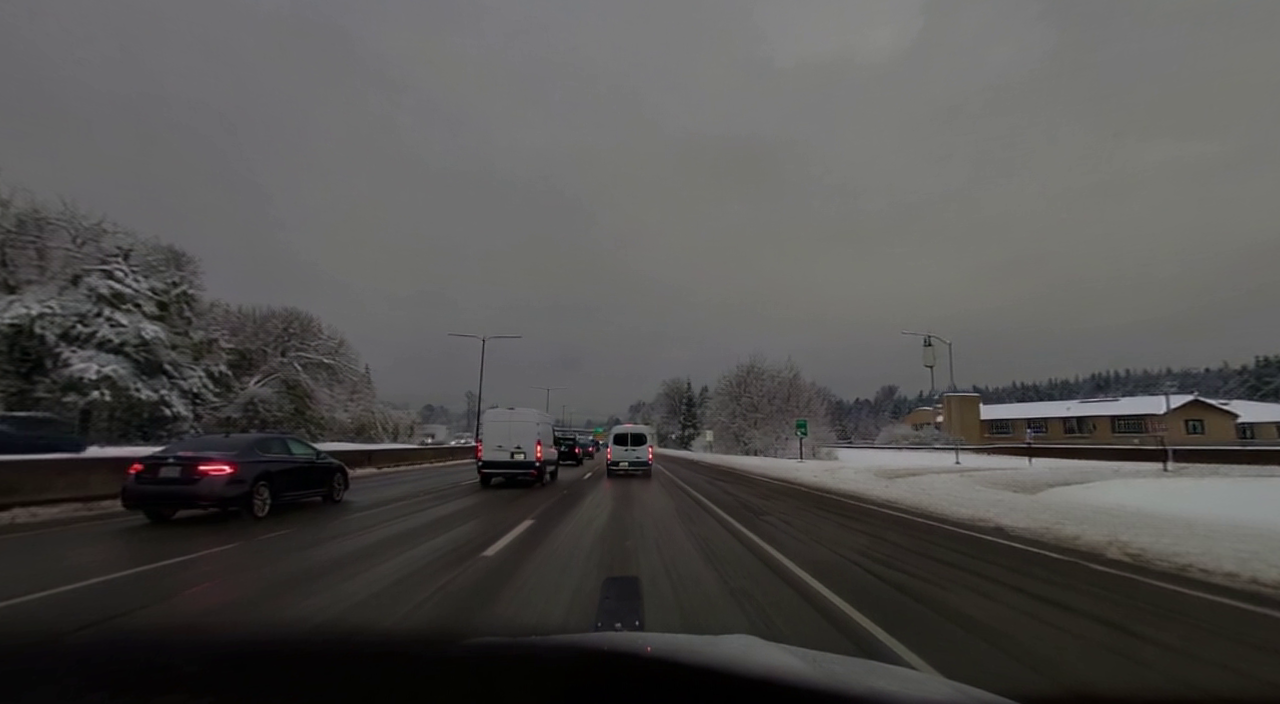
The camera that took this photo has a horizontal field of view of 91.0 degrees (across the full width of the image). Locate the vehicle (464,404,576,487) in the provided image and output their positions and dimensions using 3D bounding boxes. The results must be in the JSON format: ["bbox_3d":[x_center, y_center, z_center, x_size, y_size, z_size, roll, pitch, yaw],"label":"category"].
[{"bbox_3d":[-3.657,3.057,20.611,2.504,2.276,5.933,0,-9,0],"label":"vehicle"}]

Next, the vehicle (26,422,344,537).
[{"bbox_3d":[-7.075,2.021,10.625,1.959,1.493,4.575,0,-9,0],"label":"vehicle"}]

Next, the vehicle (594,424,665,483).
[{"bbox_3d":[-0.316,3.477,21.673,2.207,1.807,4.199,0,-9,0],"label":"vehicle"}]
